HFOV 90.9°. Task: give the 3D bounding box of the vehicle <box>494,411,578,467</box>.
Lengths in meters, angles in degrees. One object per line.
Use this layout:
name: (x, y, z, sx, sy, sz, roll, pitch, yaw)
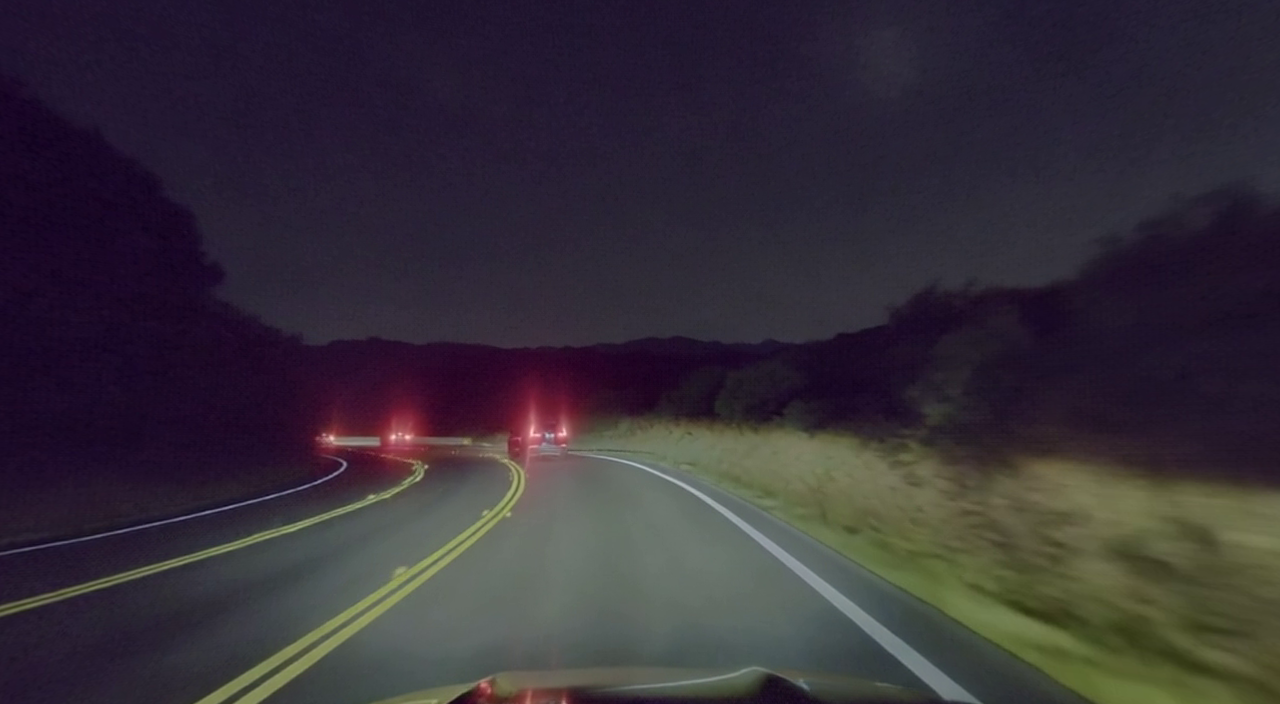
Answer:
vehicle: (-4.394, 3.565, 25.746, 2.500, 1.961, 5.637, 1, -8, -18)
